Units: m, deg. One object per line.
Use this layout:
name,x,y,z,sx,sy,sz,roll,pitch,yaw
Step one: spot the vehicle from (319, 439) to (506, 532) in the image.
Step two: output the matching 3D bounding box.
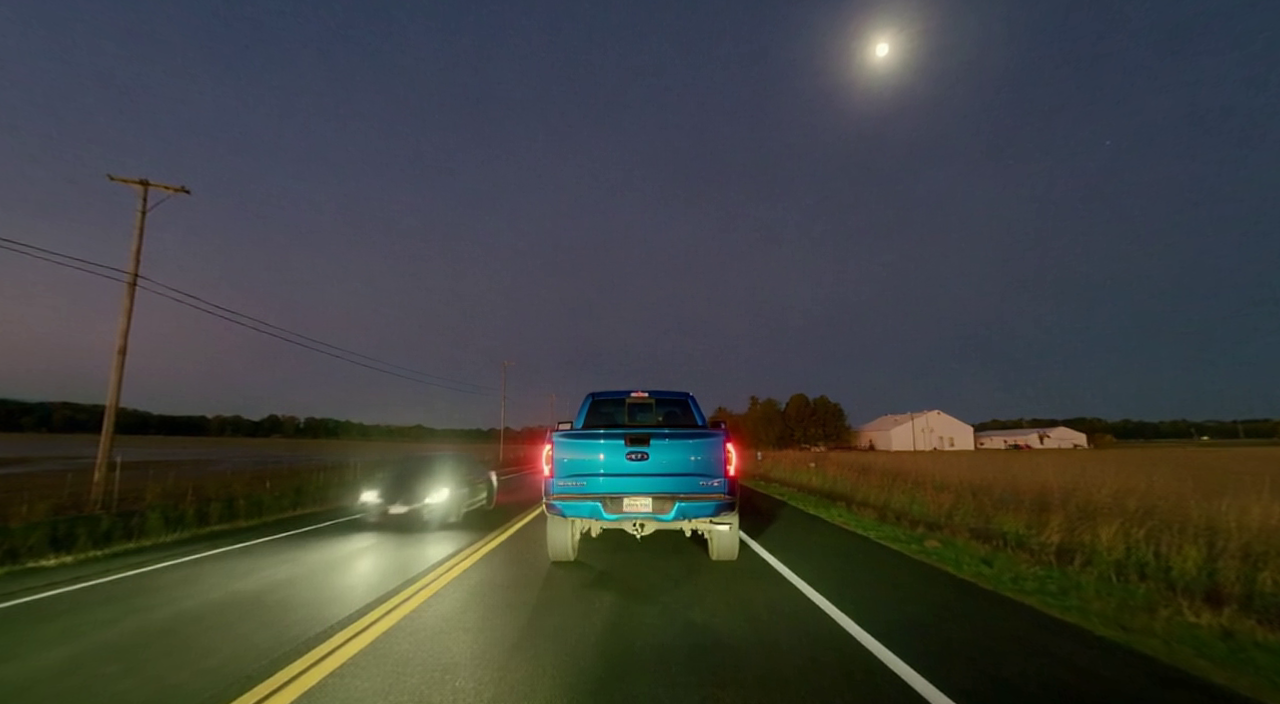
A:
vehicle,-4.093,2.464,12.292,2.014,1.459,4.349,0,-8,0

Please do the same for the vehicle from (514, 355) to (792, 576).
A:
vehicle,0.041,1.724,10.386,2.912,2.320,7.292,0,-8,-2
